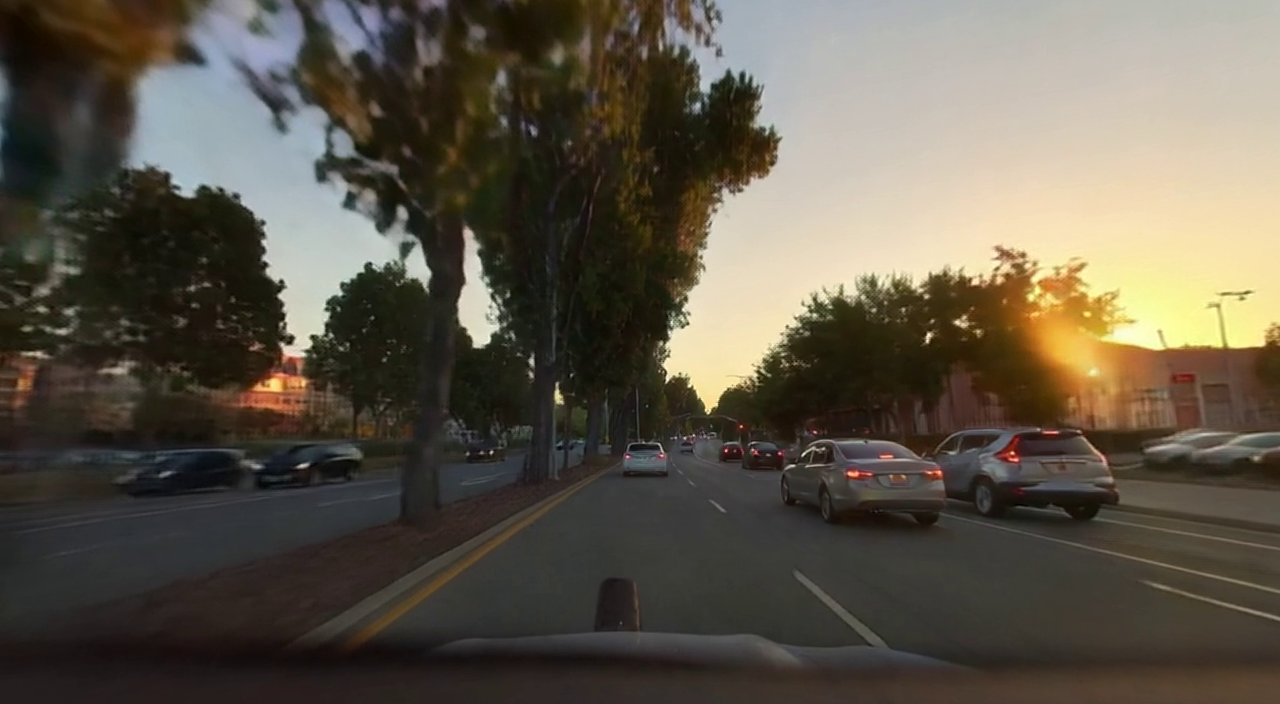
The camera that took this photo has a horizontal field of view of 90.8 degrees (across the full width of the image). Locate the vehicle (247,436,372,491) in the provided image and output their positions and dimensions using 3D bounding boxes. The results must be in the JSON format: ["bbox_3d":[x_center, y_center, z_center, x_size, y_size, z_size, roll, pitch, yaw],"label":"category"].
[{"bbox_3d":[-12.231,4.152,23.827,2.034,1.844,4.820,0,-9,1],"label":"vehicle"}]

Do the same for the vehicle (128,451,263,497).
[{"bbox_3d":[-16.159,4.412,23.294,1.878,1.497,4.180,0,-9,0],"label":"vehicle"}]

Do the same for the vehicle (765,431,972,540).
[{"bbox_3d":[3.557,2.151,10.798,1.858,1.466,4.230,0,-9,-1],"label":"vehicle"}]

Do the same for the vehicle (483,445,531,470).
[{"bbox_3d":[-8.320,6.593,39.796,1.993,1.458,4.614,-1,-9,0],"label":"vehicle"}]

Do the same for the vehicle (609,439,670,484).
[{"bbox_3d":[-0.021,3.861,22.519,1.994,1.479,3.647,0,-9,0],"label":"vehicle"}]

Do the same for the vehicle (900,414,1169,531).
[{"bbox_3d":[7.110,2.222,12.194,2.134,1.810,4.590,0,-9,-1],"label":"vehicle"}]

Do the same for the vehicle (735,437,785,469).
[{"bbox_3d":[7.105,6.063,37.915,2.068,1.779,4.567,0,-9,-1],"label":"vehicle"}]
